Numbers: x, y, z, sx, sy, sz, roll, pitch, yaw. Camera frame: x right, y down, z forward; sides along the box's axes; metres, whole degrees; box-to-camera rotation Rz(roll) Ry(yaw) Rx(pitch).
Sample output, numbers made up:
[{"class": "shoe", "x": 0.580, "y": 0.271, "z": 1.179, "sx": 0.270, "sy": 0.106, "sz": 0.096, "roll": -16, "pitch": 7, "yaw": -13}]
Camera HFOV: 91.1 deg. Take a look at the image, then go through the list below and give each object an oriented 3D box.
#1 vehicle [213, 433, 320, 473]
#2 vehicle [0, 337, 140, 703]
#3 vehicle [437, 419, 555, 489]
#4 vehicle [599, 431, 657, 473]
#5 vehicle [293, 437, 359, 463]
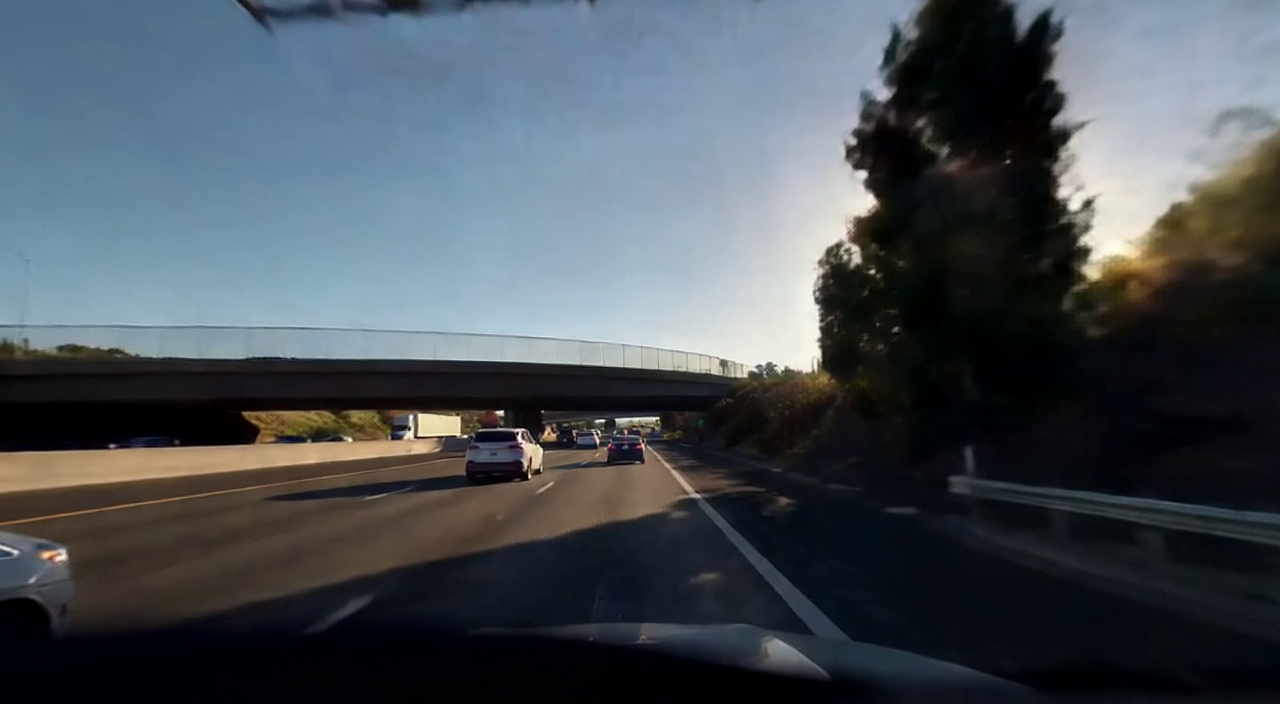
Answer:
[{"class": "vehicle", "x": -15.512, "y": 4.201, "z": 26.392, "sx": 1.982, "sy": 1.516, "sz": 4.137, "roll": 0, "pitch": -8, "yaw": 0}, {"class": "vehicle", "x": -3.788, "y": 0.600, "z": 1.207, "sx": 2.107, "sy": 1.703, "sz": 4.274, "roll": 0, "pitch": -8, "yaw": 0}, {"class": "vehicle", "x": -3.839, "y": 2.813, "z": 17.717, "sx": 2.154, "sy": 1.690, "sz": 4.595, "roll": 0, "pitch": -8, "yaw": 1}, {"class": "vehicle", "x": -0.444, "y": 3.841, "z": 24.441, "sx": 2.070, "sy": 1.452, "sz": 3.834, "roll": 0, "pitch": -8, "yaw": 0}, {"class": "vehicle", "x": -19.721, "y": 6.166, "z": 39.731, "sx": 1.851, "sy": 1.499, "sz": 4.500, "roll": 0, "pitch": -8, "yaw": 0}]
